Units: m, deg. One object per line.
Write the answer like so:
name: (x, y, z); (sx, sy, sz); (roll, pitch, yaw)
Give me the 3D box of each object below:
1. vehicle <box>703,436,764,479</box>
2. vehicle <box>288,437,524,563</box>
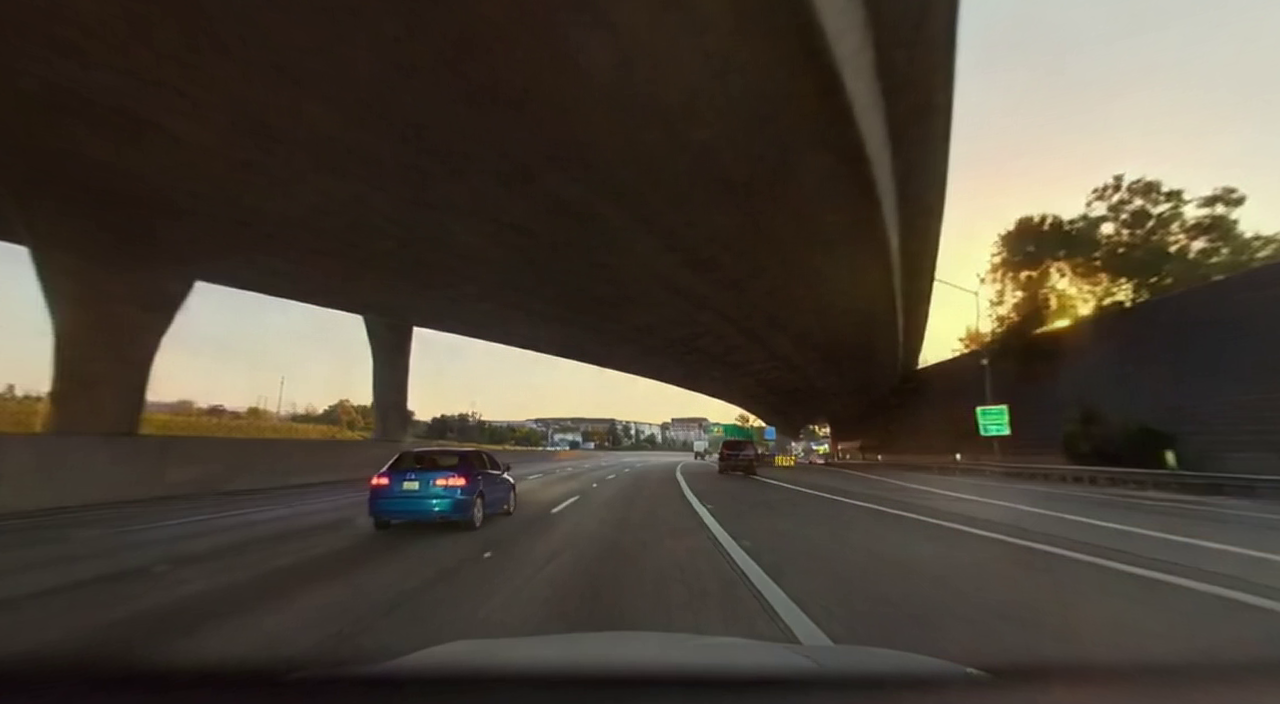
vehicle: (4.258, 4.901, 29.441); (2.225, 1.833, 4.340); (0, -9, 1)
vehicle: (-3.218, 2.114, 9.798); (1.937, 1.490, 4.372); (0, -9, 1)
